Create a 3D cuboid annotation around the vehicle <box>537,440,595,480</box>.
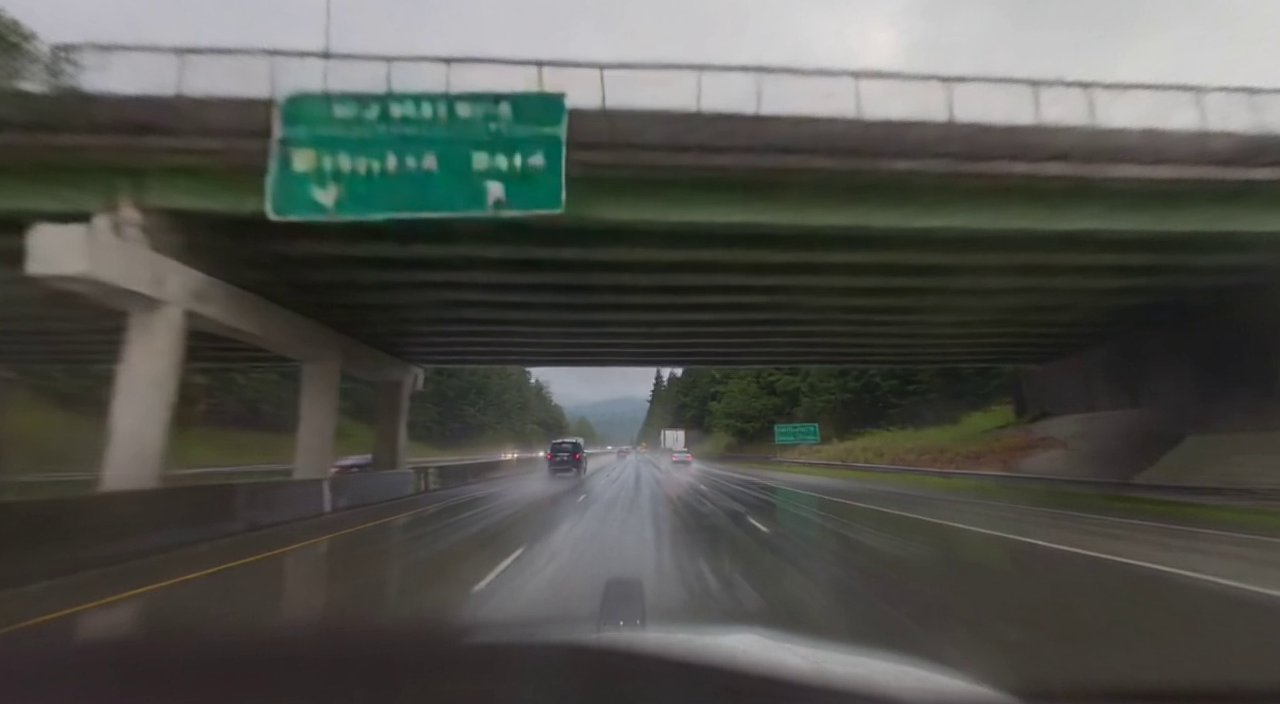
[{"bbox_3d":[-3.535,5.279,30.993,2.238,1.792,4.518,0,-9,1],"label":"vehicle"}]
